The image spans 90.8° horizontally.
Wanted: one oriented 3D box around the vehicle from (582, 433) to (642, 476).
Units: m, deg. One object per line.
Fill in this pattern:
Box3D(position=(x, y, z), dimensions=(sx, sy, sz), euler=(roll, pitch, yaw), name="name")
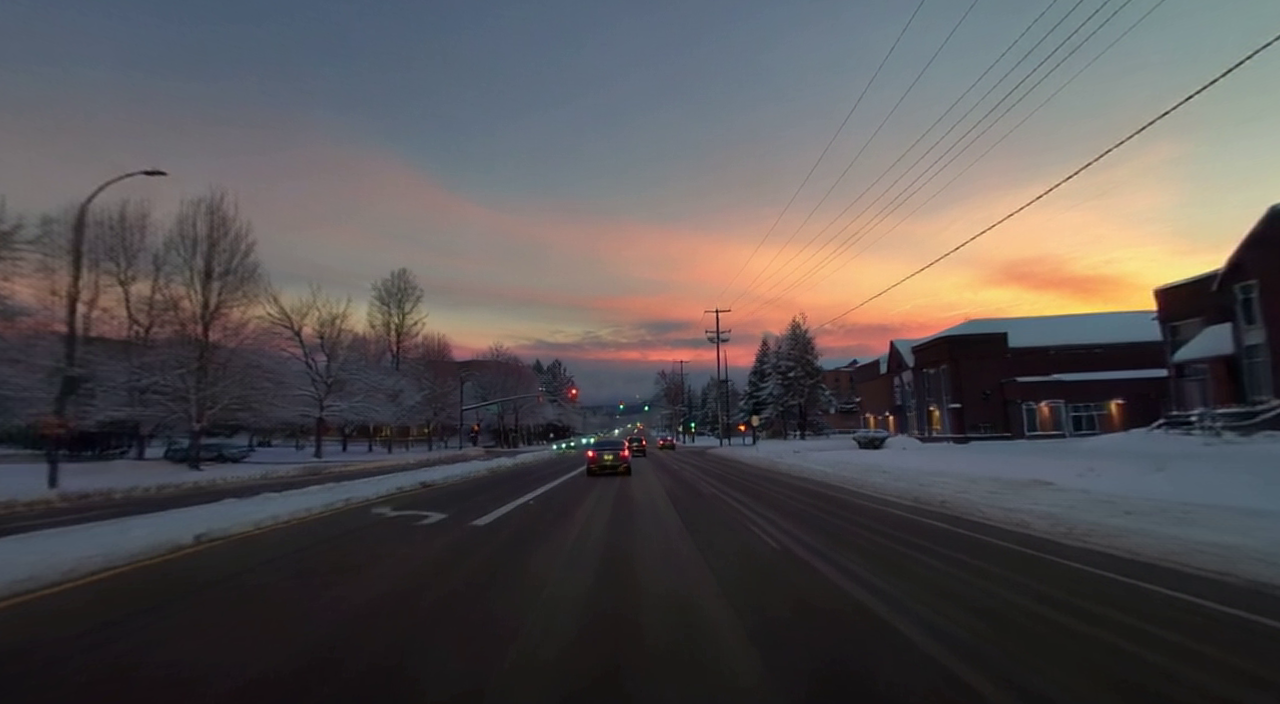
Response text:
Box3D(position=(-0.992, 3.858, 23.912), dimensions=(2.075, 1.470, 3.962), euler=(0, -8, -1), name="vehicle")
